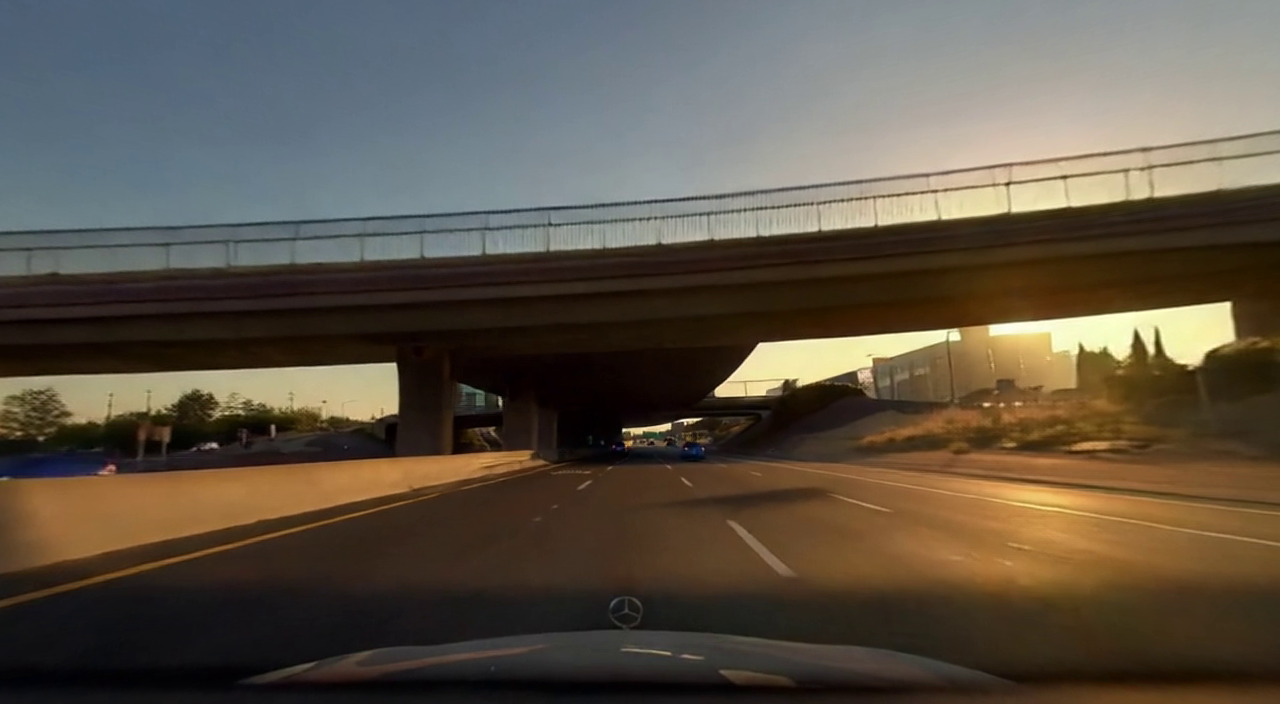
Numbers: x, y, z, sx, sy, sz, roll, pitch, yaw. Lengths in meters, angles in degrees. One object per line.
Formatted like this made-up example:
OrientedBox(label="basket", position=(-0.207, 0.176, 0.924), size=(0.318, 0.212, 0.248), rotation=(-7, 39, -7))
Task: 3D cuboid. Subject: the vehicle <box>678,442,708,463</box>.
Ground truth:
OrientedBox(label="vehicle", position=(4.125, 7.939, 49.927), size=(1.949, 1.515, 4.374), rotation=(0, -8, -1))
